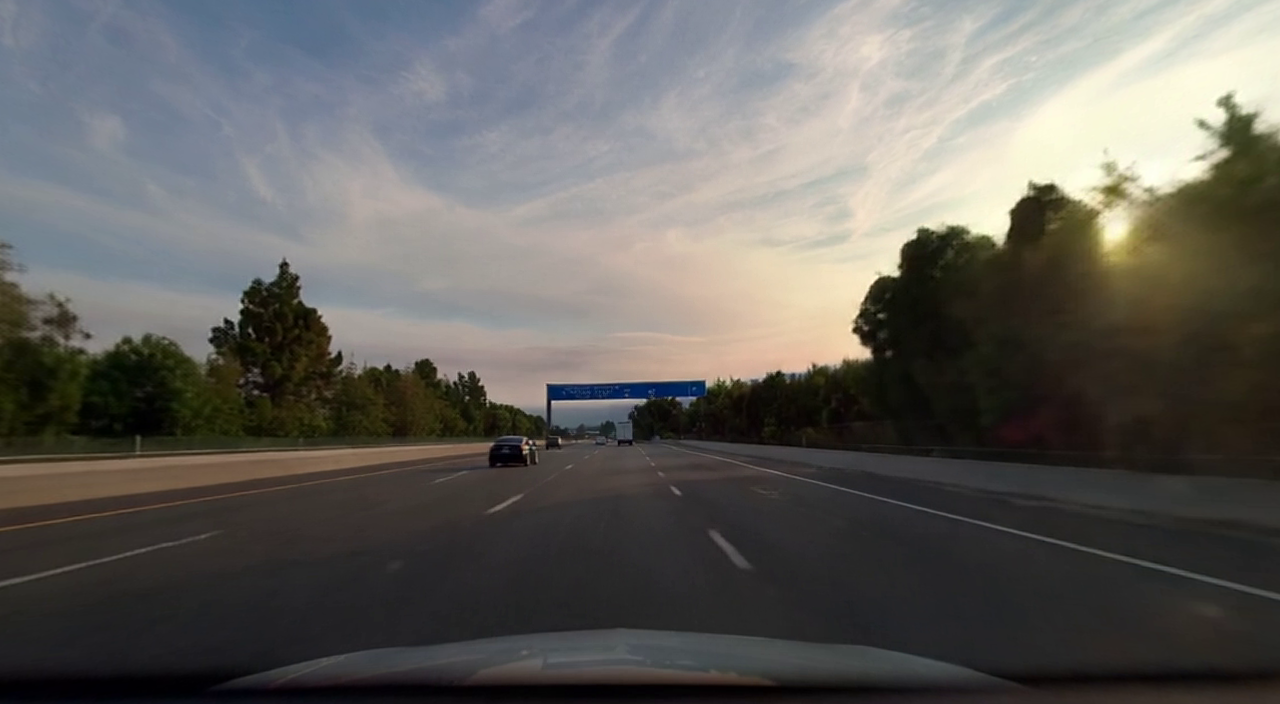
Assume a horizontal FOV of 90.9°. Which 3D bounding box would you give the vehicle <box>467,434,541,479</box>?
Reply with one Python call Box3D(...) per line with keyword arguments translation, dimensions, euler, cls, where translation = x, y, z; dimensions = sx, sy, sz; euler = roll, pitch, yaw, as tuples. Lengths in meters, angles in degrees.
Box3D(translation=(-4.856, 3.748, 22.948), dimensions=(1.912, 1.495, 3.703), euler=(0, -8, -1), cls="vehicle")
